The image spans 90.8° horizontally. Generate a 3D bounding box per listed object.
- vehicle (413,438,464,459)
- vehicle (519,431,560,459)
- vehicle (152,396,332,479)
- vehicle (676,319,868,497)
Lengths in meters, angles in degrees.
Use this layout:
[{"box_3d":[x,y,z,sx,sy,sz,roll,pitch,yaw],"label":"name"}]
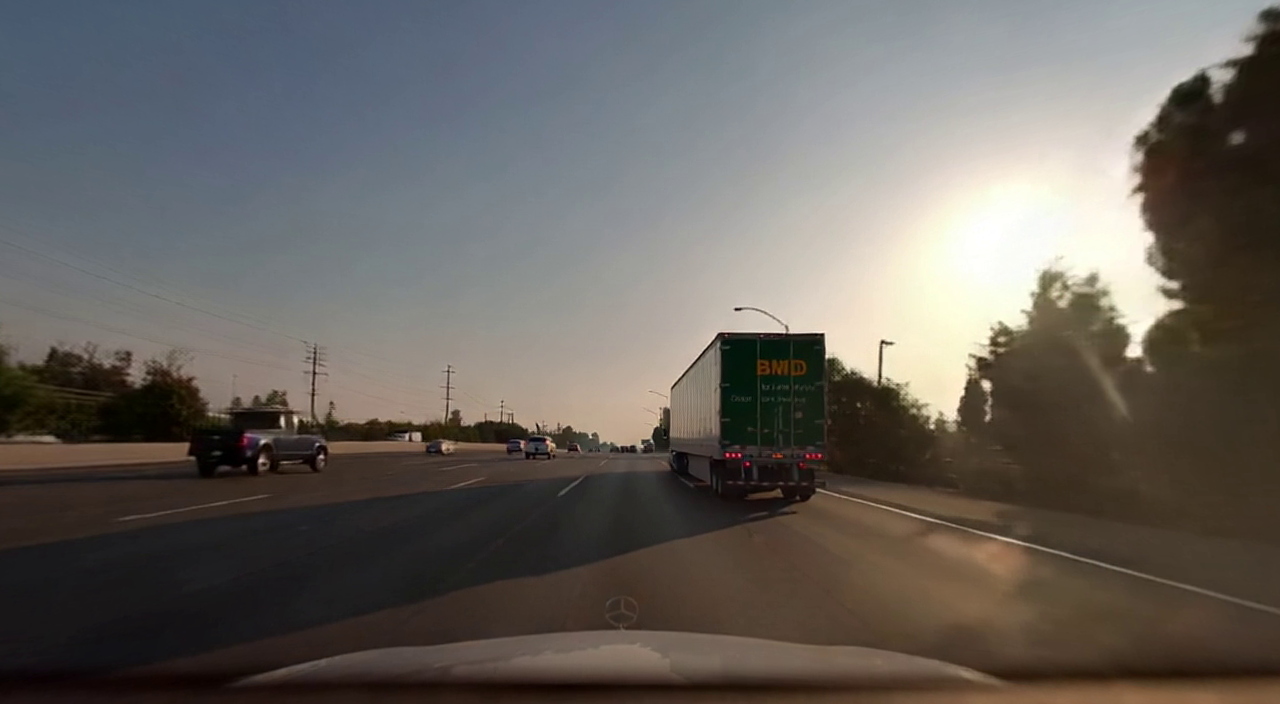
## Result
[{"box_3d":[-14.074,6.771,44.406,2.067,1.398,4.863,0,-8,-1],"label":"vehicle"},{"box_3d":[-7.303,6.801,46.333,2.100,1.905,5.119,0,-8,1],"label":"vehicle"},{"box_3d":[-13.940,3.104,22.835,2.307,2.571,6.260,0,-8,0],"label":"vehicle"},{"box_3d":[3.327,2.280,21.494,2.891,3.944,15.051,0,-8,-2],"label":"vehicle"}]
